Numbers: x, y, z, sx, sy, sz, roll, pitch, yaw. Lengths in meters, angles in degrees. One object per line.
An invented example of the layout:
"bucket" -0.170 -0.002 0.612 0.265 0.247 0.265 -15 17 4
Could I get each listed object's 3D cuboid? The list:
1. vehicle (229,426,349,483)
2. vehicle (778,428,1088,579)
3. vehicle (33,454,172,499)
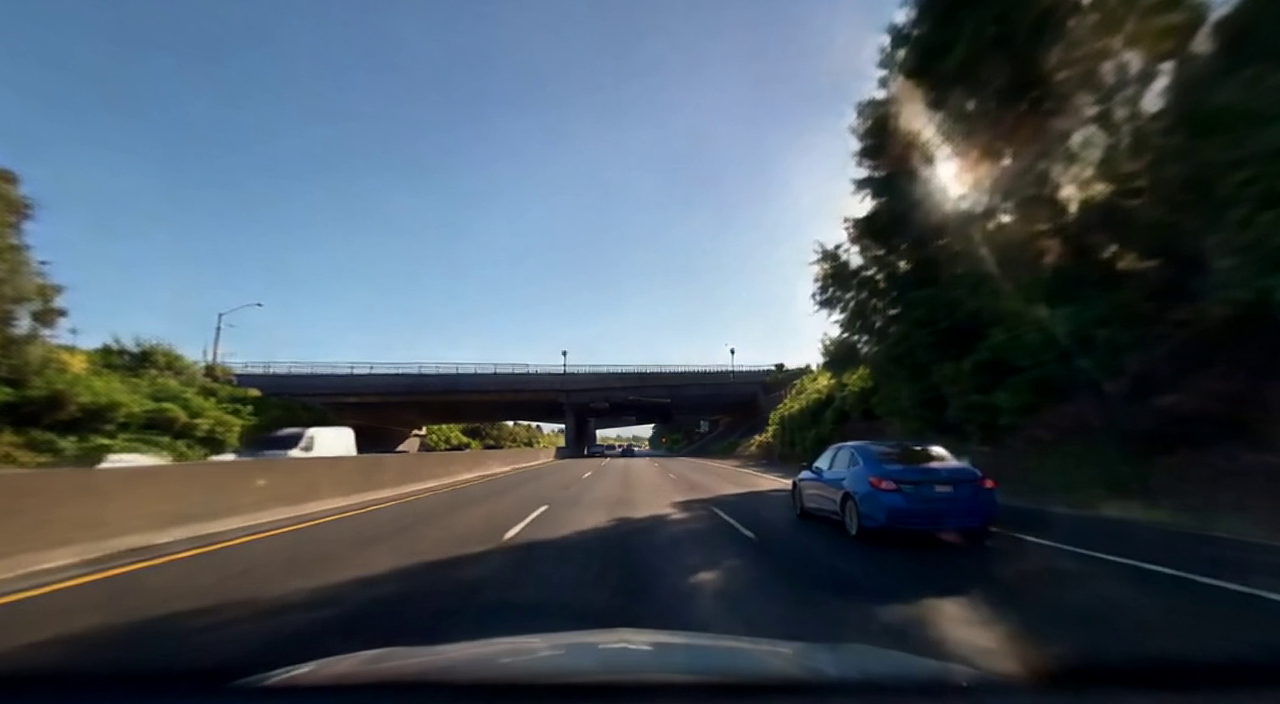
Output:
"vehicle" -16.097 4.694 29.450 2.280 2.375 5.824 0 -8 -1
"vehicle" 3.454 1.824 8.561 2.079 1.515 4.196 0 -8 -2
"vehicle" -19.562 4.511 23.187 1.763 1.394 3.806 0 -8 -1
